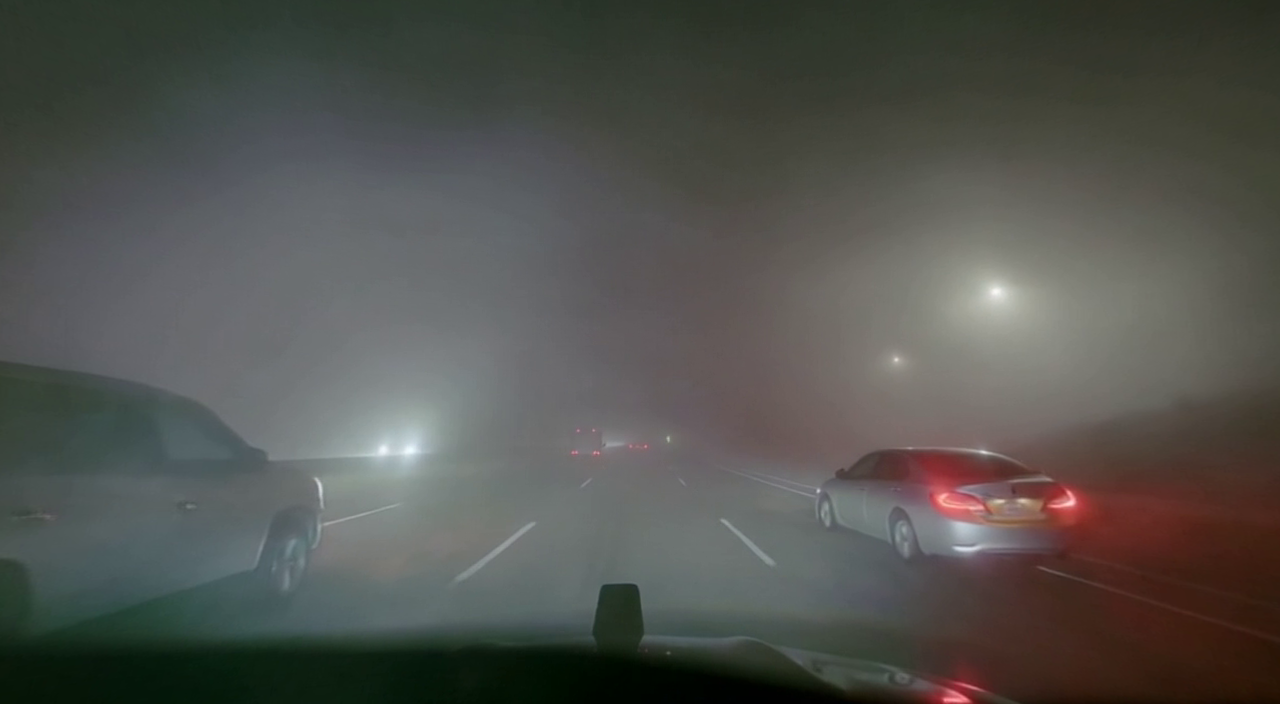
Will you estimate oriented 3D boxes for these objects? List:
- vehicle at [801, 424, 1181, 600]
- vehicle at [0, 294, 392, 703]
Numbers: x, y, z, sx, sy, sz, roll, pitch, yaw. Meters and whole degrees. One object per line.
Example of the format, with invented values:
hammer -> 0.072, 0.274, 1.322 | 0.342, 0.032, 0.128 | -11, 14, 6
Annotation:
vehicle -> 3.757, 1.800, 8.104 | 2.047, 1.532, 4.884 | 0, -9, 0
vehicle -> -3.674, 0.846, 3.452 | 2.285, 1.853, 5.564 | 0, -9, 1
